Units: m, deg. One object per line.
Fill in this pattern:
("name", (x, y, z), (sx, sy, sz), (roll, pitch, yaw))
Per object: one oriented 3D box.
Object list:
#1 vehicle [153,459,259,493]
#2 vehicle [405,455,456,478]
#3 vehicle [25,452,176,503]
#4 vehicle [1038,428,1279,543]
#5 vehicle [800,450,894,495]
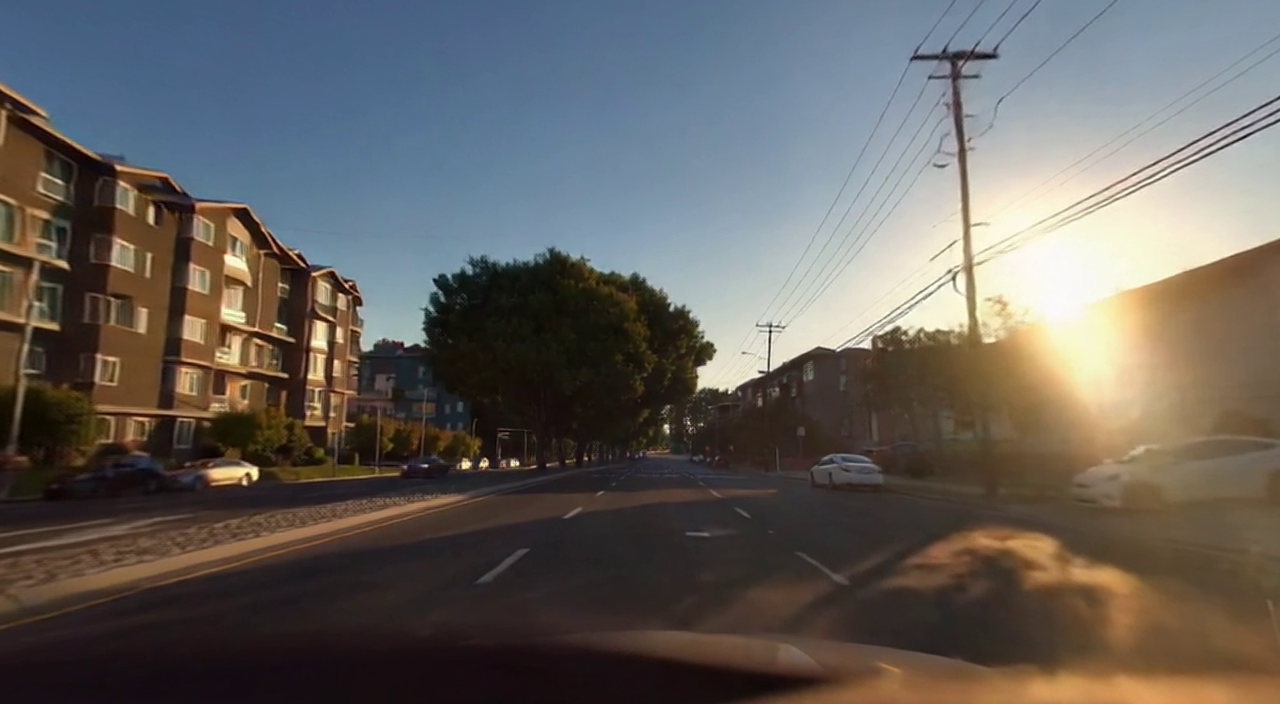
("vehicle", (-21.818, 6.226, 31.998), (1.906, 1.487, 4.773), (0, -8, 1))
("vehicle", (-14.798, 8.126, 44.827), (1.873, 1.469, 4.442), (-1, -8, 3))
("vehicle", (-21.867, 5.049, 25.883), (1.895, 1.798, 4.703), (0, -8, 2))
("vehicle", (9.423, 2.137, 10.441), (4.194, 1.682, 2.061), (-1, -8, 3))
("vehicle", (7.633, 4.448, 23.732), (1.986, 1.467, 4.412), (0, -8, -1))
